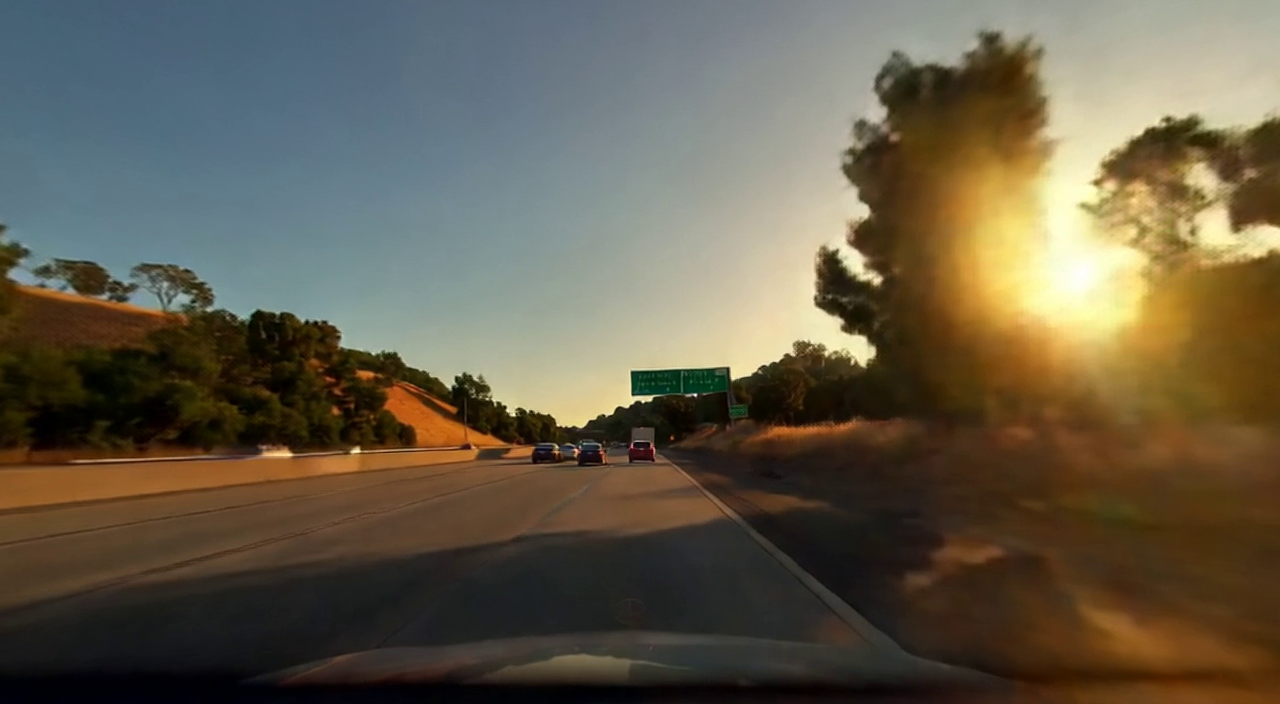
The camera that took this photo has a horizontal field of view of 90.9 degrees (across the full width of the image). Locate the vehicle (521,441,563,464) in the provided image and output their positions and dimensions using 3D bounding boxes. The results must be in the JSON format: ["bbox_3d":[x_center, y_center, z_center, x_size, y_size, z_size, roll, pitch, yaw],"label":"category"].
[{"bbox_3d":[-6.709,6.939,43.726,2.009,1.519,4.697,-1,-8,1],"label":"vehicle"}]

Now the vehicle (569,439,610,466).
[{"bbox_3d":[-3.154,6.446,40.541,2.139,1.589,5.102,0,-8,1],"label":"vehicle"}]

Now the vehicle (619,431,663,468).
[{"bbox_3d":[0.051,5.522,35.744,2.309,1.915,5.130,0,-8,0],"label":"vehicle"}]

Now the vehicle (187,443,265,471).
[{"bbox_3d":[-24.643,6.262,37.765,1.927,1.508,4.069,0,-9,-1],"label":"vehicle"}]
